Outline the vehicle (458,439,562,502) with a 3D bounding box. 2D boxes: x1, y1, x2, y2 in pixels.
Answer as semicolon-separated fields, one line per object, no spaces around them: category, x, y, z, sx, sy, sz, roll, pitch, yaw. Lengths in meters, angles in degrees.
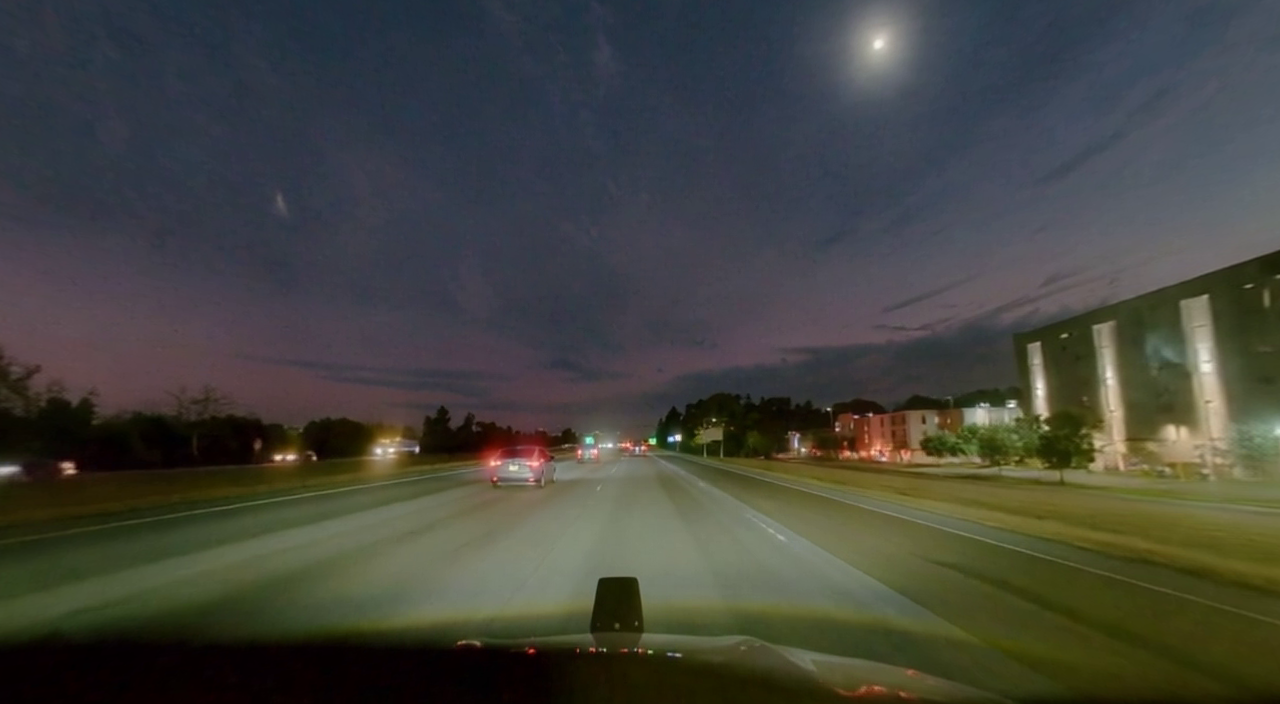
vehicle;-3.342;3.126;17.056;1.920;1.463;4.134;0;-9;0
